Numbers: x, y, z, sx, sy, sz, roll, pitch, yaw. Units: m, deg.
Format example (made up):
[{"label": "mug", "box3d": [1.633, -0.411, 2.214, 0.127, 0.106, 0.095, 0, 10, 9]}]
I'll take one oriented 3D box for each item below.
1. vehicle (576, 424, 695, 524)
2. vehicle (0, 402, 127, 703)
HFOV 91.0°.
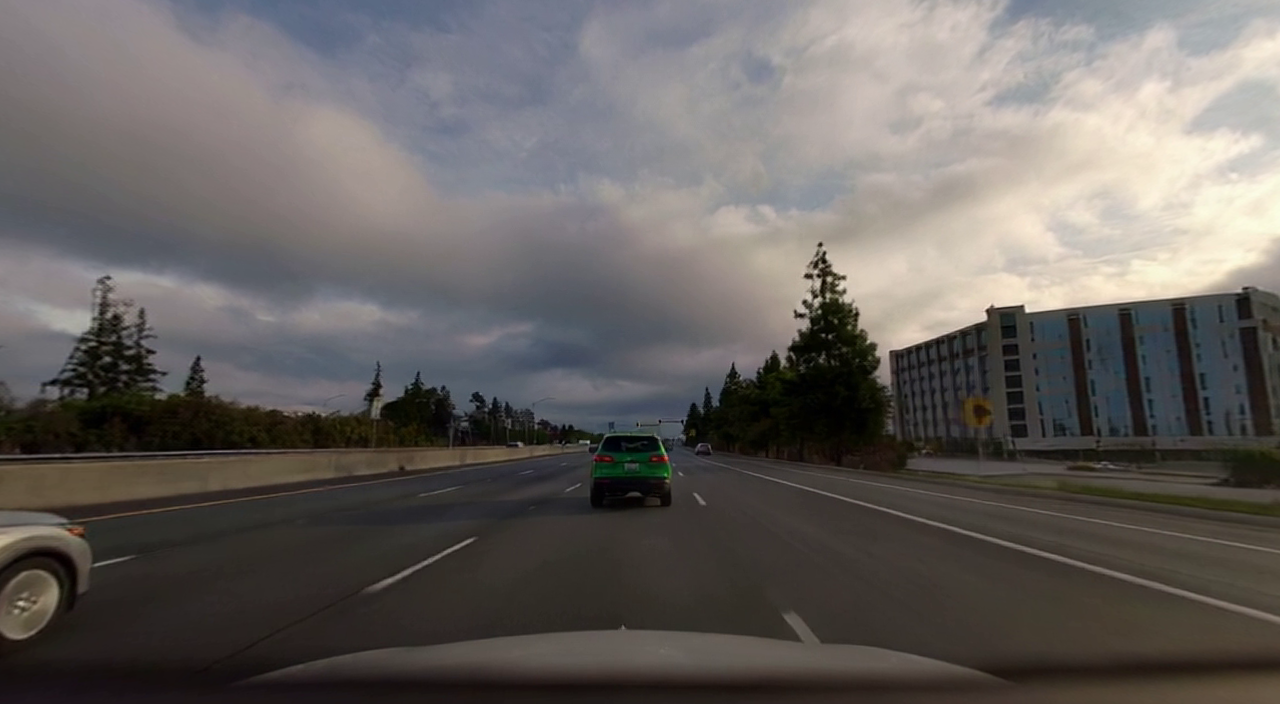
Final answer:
[{"label": "vehicle", "box3d": [-0.002, 2.502, 13.458, 2.111, 1.742, 4.315, 0, -9, 2]}, {"label": "vehicle", "box3d": [-4.258, 0.793, 1.759, 1.969, 1.520, 4.190, 0, -9, 2]}]
